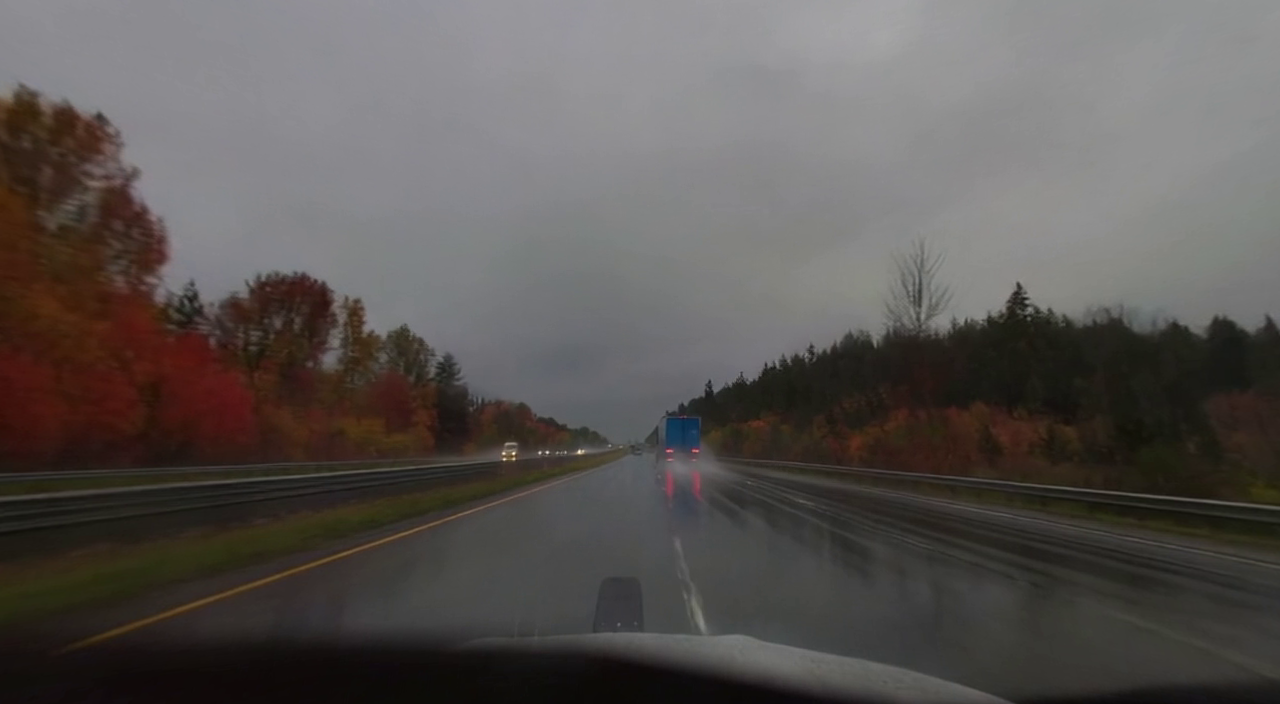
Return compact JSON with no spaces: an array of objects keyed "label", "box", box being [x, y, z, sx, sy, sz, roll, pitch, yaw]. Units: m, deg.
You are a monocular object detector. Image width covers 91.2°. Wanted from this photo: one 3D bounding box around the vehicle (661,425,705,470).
[{"label":"vehicle","box":[2.984,6.907,45.288,2.697,2.980,6.749,0,-9,0]}]
